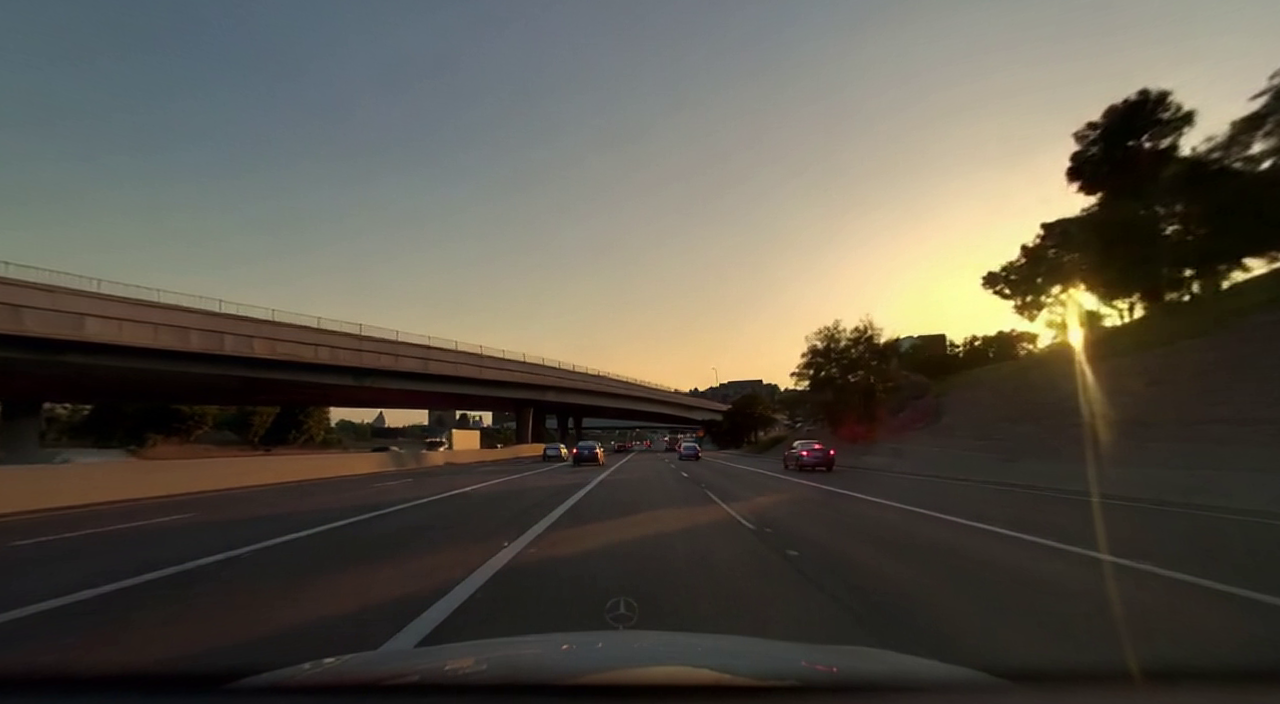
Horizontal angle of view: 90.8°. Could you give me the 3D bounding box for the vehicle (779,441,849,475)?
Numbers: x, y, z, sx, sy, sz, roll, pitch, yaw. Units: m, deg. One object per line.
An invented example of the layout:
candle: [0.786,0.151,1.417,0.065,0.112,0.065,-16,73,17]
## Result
vehicle: [7.833,4.805,28.856,1.900,1.432,4.519,0,-8,0]

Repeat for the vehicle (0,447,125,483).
vehicle: [-27.029,5.207,29.477,1.933,1.522,4.765,0,-8,0]

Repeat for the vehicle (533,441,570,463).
vehicle: [-6.448,7.302,46.243,2.009,1.462,4.458,0,-8,1]

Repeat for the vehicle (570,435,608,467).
vehicle: [-3.074,6.034,38.687,1.893,1.827,4.513,0,-8,1]
